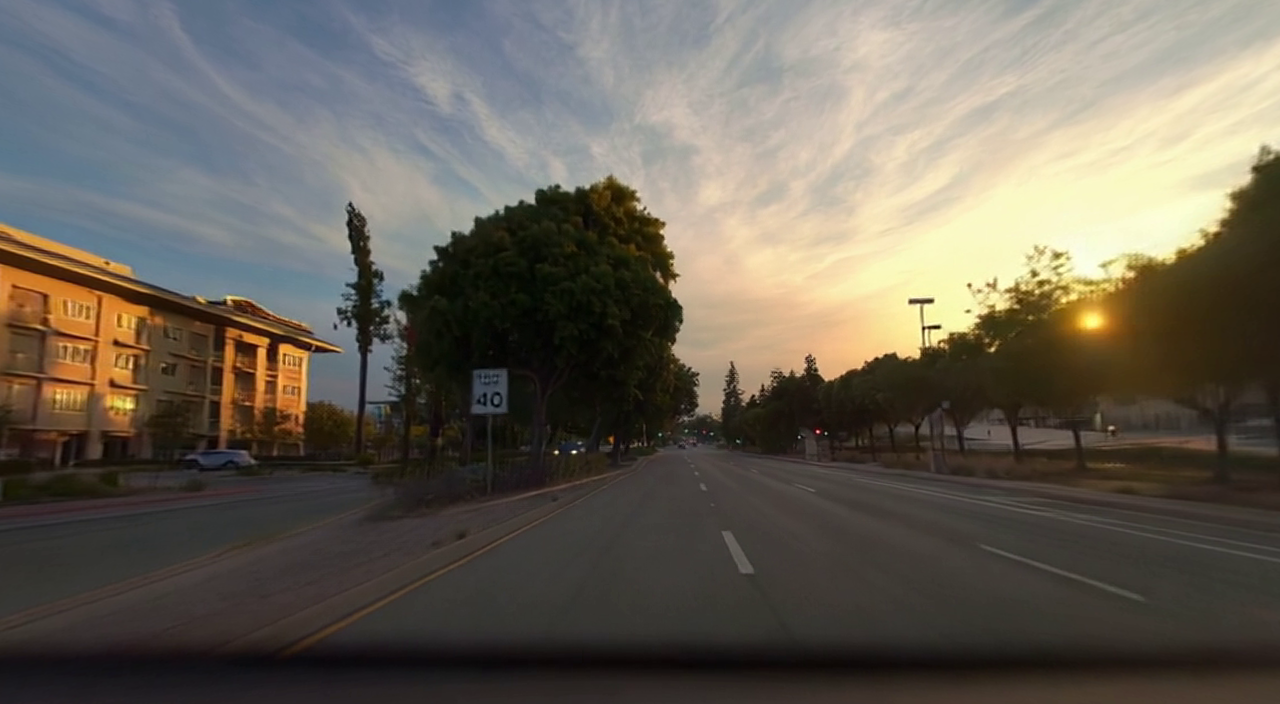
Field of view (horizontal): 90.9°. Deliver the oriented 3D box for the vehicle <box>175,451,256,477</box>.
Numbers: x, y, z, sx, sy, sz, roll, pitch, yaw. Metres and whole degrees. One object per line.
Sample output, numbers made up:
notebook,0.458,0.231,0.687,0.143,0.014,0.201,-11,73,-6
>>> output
vehicle,-25.569,6.738,38.052,3.651,1.453,1.643,0,-8,2
